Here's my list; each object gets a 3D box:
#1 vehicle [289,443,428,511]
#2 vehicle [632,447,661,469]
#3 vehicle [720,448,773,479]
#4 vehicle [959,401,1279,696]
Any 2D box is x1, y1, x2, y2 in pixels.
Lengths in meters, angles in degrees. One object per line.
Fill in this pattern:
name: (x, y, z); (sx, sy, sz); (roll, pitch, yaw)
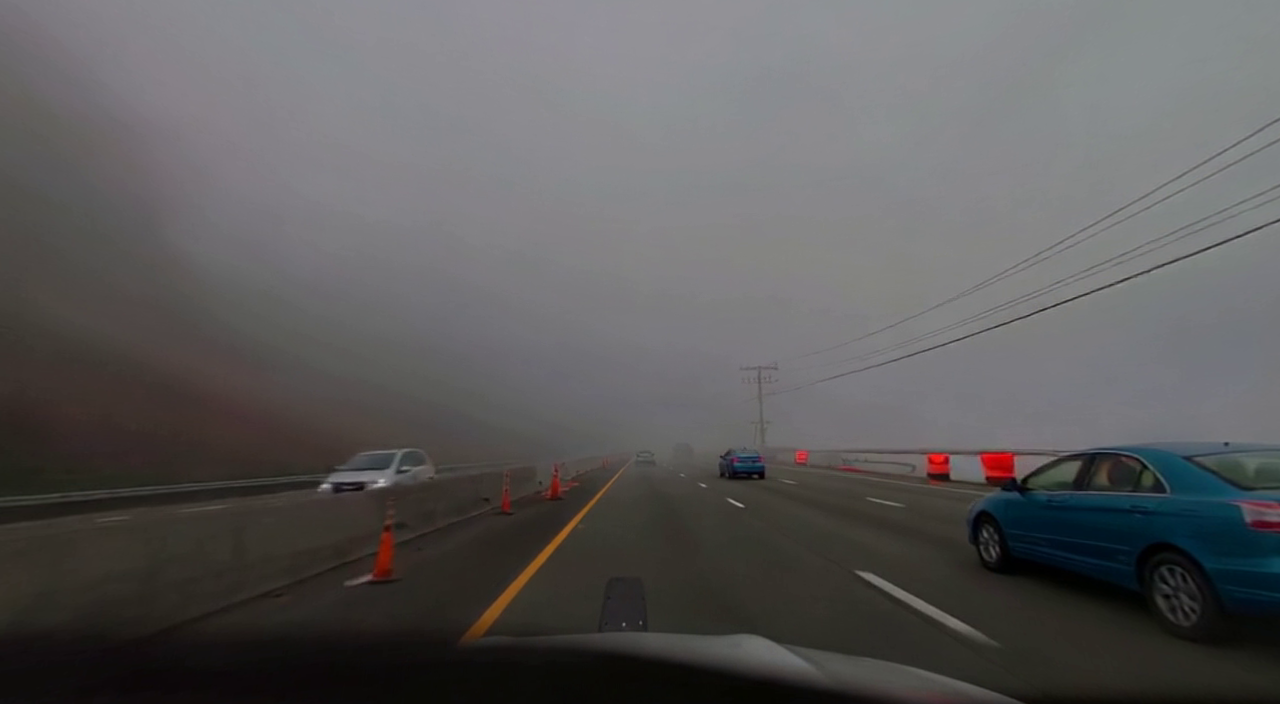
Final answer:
vehicle: (-7.401, 3.279, 17.073); (1.888, 1.605, 3.922); (0, -8, 1)
vehicle: (0.444, 8.120, 48.351); (2.096, 1.583, 4.150); (0, -8, -1)
vehicle: (5.250, 5.530, 31.507); (1.881, 1.409, 4.016); (0, -8, -1)
vehicle: (4.438, 1.210, 4.474); (1.997, 1.568, 4.529); (0, -8, 0)
